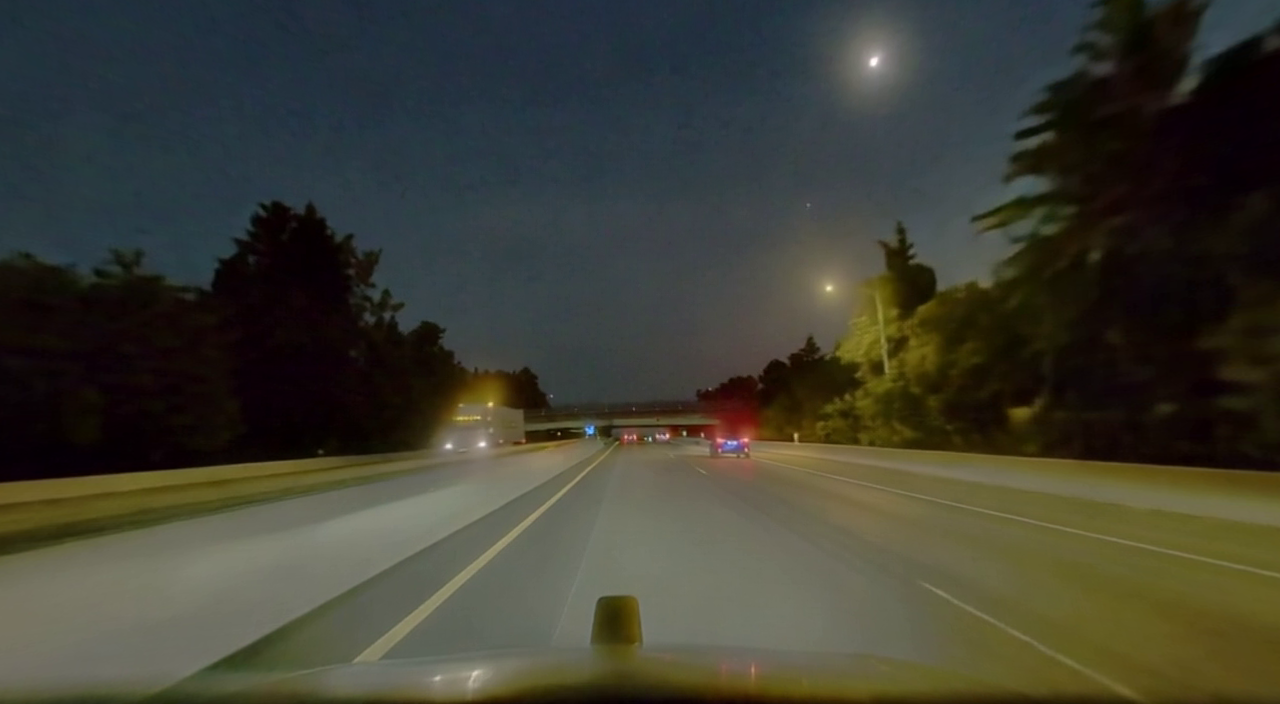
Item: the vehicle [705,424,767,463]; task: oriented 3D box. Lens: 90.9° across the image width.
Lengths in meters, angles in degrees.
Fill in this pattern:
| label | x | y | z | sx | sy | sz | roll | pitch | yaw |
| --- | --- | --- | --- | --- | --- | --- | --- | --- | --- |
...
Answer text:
| label | x | y | z | sx | sy | sz | roll | pitch | yaw |
| --- | --- | --- | --- | --- | --- | --- | --- | --- | --- |
| vehicle | 4.320 | 4.208 | 29.088 | 2.073 | 1.651 | 4.065 | 0 | -8 | -2 |
